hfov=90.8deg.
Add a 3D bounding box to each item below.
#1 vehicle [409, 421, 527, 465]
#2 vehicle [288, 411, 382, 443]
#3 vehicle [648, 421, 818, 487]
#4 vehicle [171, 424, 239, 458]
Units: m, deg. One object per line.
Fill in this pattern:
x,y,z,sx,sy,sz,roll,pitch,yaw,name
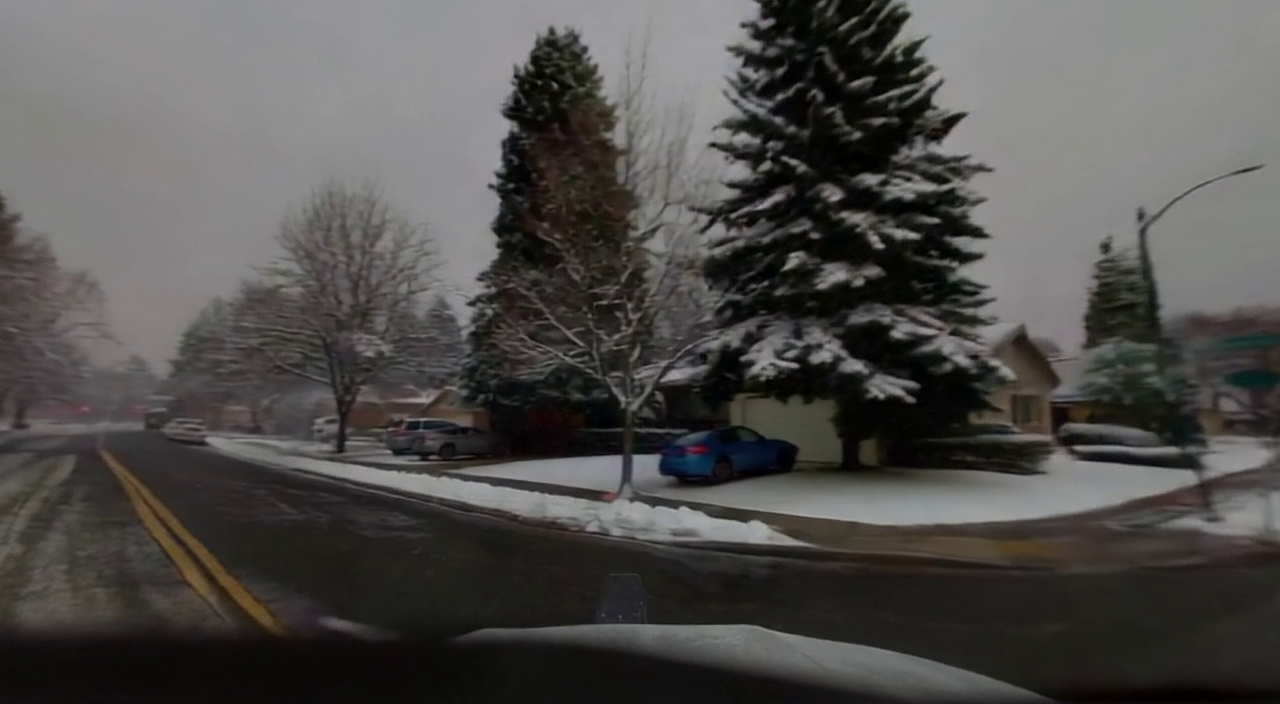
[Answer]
-7.070,3.793,26.208,4.230,1.666,1.978,7,-11,-39,vehicle
-19.262,4.750,39.985,4.861,1.911,2.181,6,-10,-41,vehicle
2.556,2.679,16.798,4.569,1.499,1.917,7,-11,-40,vehicle
-21.546,4.403,31.202,2.009,1.506,4.698,8,-11,-42,vehicle
